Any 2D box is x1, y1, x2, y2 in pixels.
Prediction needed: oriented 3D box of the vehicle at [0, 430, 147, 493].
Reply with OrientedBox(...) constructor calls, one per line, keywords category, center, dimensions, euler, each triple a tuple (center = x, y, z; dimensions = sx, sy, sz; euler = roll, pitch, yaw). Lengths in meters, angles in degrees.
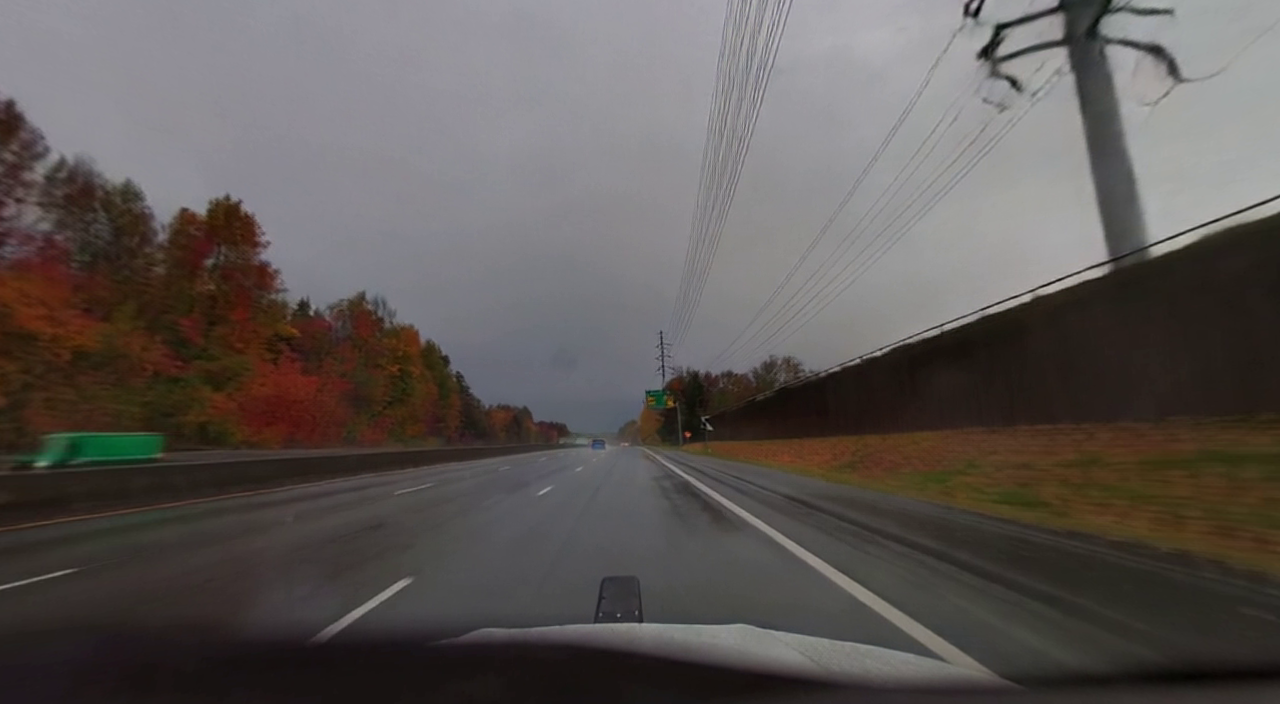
OrientedBox(category="vehicle", center=(-25.298, 4.608, 27.239), dimensions=(2.379, 2.357, 6.741), euler=(0, -8, 0))
